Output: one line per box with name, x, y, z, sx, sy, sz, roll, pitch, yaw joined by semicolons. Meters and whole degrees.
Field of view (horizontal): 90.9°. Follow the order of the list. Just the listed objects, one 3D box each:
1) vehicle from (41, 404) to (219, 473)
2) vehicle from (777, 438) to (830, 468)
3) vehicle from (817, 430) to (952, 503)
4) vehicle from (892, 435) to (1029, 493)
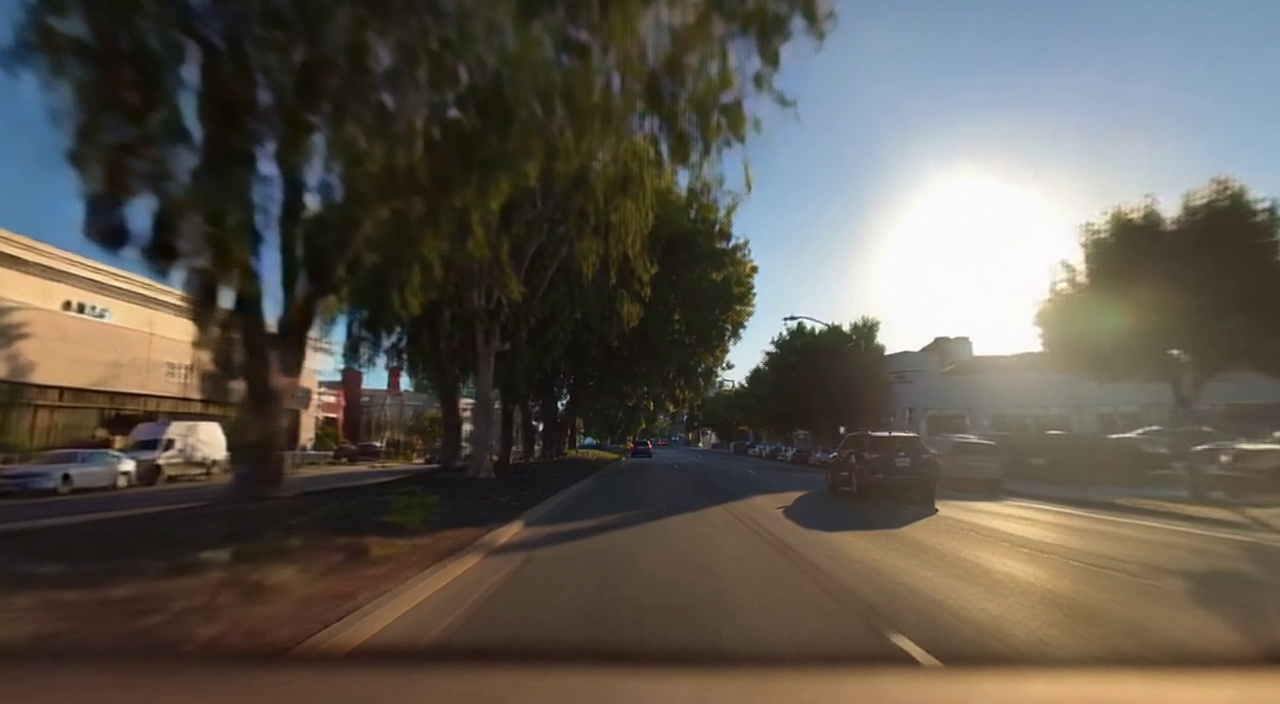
vehicle;-25.946;4.453;32.354;6.540;3.375;2.751;0;-8;0
vehicle;10.678;6.625;41.559;2.096;1.780;5.128;0;-8;0
vehicle;6.168;2.923;16.460;2.072;1.669;3.836;0;-8;2
vehicle;10.761;3.767;21.674;2.244;1.754;4.791;0;-8;1
